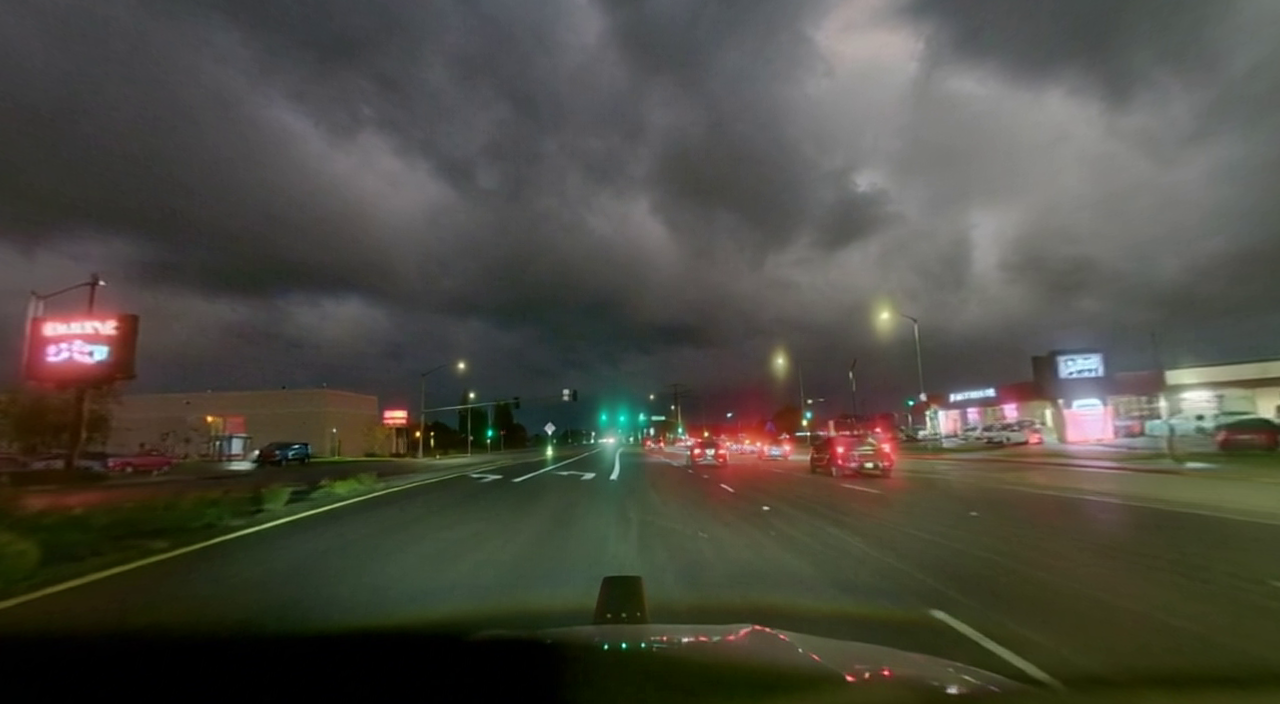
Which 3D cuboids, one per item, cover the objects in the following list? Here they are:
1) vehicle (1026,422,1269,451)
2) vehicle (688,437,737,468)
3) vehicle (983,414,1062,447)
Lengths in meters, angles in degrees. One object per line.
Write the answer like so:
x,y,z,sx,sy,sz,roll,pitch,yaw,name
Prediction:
26.143,4.581,33.659,2.870,1.165,10.713,-1,-8,-11,vehicle
3.834,5.373,33.924,2.038,1.528,4.259,0,-8,-1,vehicle
25.529,5.347,42.354,2.340,2.048,6.148,-2,-9,10,vehicle
